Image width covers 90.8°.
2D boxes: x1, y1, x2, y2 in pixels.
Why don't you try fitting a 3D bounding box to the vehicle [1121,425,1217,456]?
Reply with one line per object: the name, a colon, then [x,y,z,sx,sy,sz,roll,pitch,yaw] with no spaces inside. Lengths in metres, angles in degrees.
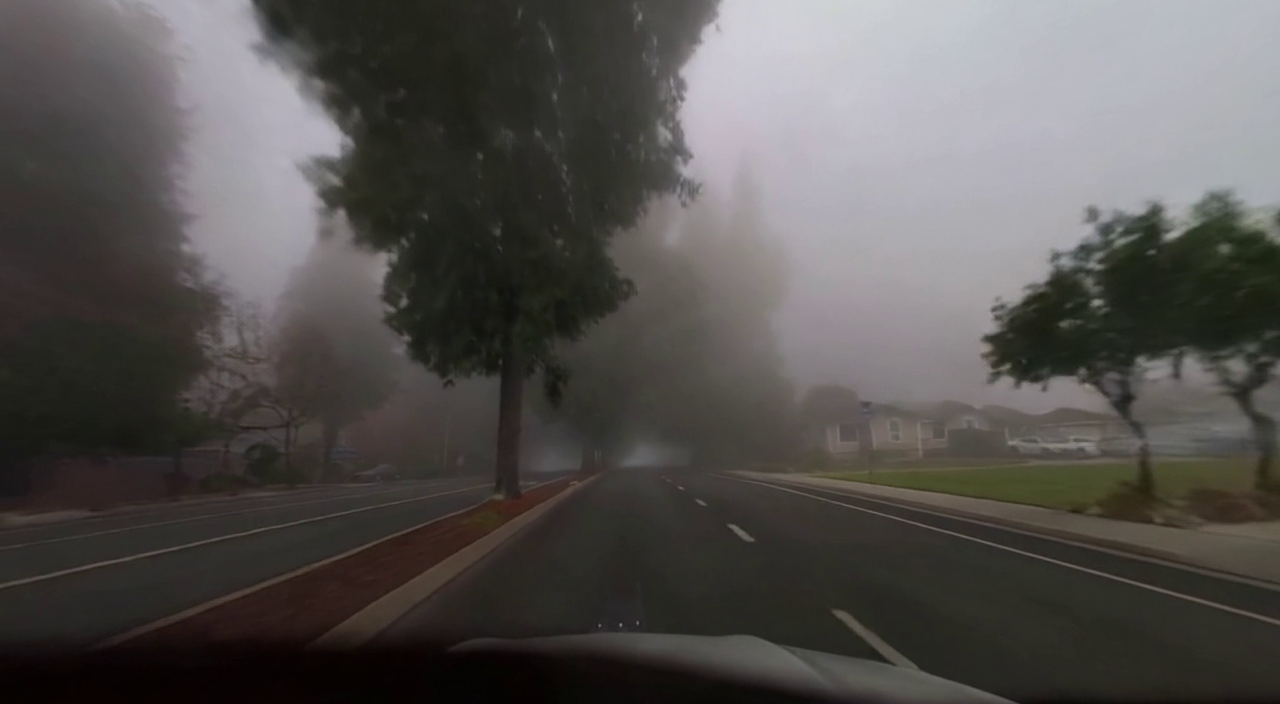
vehicle: [32.322,5.500,38.817,2.031,1.648,4.246,0,-11,-3]
